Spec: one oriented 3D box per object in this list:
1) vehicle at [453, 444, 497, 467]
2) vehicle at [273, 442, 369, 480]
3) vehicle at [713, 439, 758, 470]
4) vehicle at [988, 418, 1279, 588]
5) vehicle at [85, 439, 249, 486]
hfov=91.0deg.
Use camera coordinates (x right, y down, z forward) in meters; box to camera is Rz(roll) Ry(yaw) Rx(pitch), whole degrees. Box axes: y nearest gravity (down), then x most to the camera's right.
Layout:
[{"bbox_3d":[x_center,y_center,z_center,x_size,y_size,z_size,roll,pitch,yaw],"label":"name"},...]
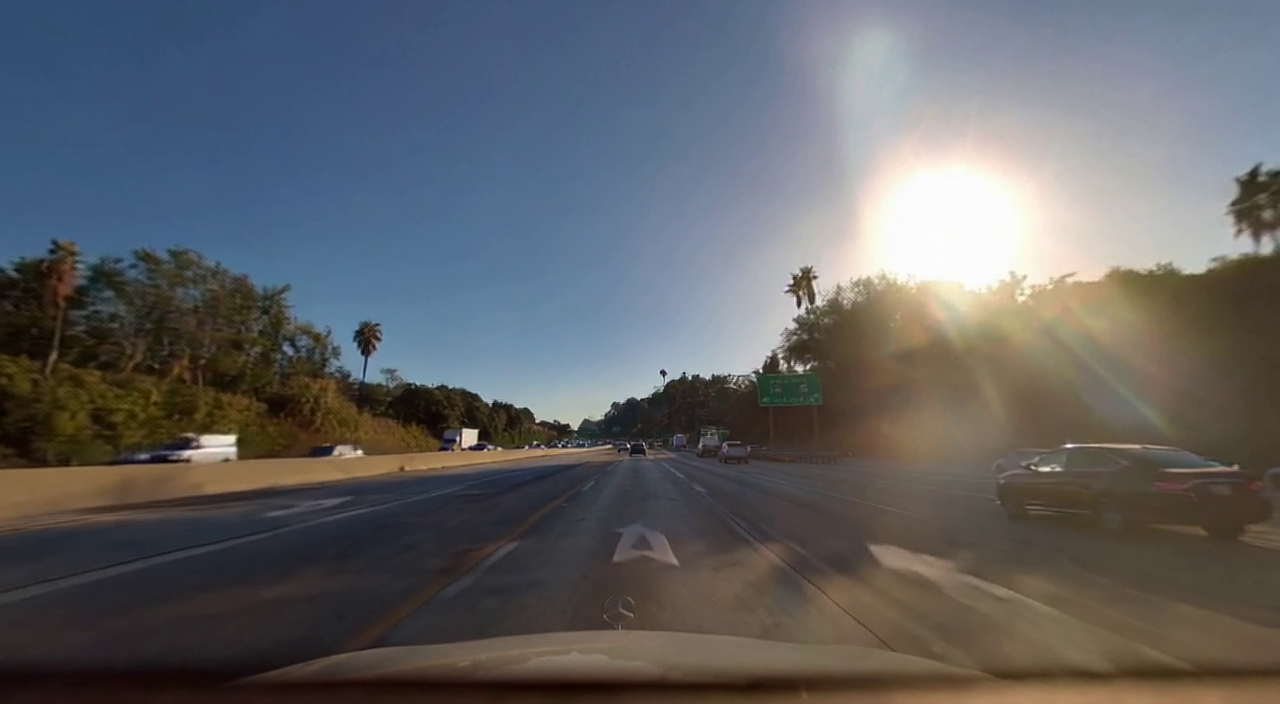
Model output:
[{"bbox_3d":[-12.305,7.744,47.292,1.946,1.614,4.913,0,-8,1],"label":"vehicle"},{"bbox_3d":[-15.980,5.450,31.876,2.306,1.760,4.877,0,-8,0],"label":"vehicle"},{"bbox_3d":[5.553,6.031,37.131,2.035,1.704,3.867,0,-8,0],"label":"vehicle"},{"bbox_3d":[6.829,1.789,8.323,1.902,1.623,4.360,0,-8,0],"label":"vehicle"},{"bbox_3d":[-23.127,5.422,31.387,2.620,2.052,7.153,0,-8,0],"label":"vehicle"}]
